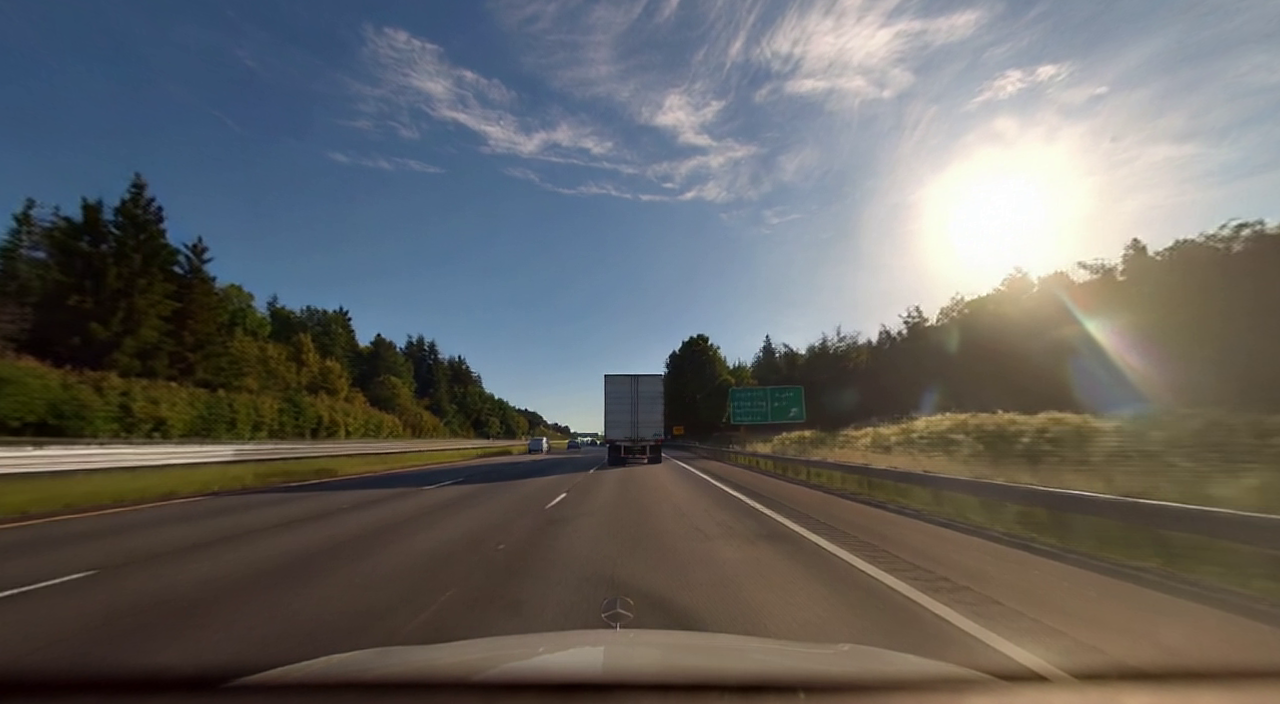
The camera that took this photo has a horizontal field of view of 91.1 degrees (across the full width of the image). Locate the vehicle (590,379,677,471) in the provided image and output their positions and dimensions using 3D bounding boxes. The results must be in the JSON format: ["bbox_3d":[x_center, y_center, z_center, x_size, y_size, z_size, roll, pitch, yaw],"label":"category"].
[{"bbox_3d":[-0.347,3.660,30.687,3.033,3.223,14.836,4,-7,0],"label":"vehicle"}]

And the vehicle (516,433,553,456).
[{"bbox_3d":[-7.153,6.317,42.945,1.856,1.479,3.710,0,-8,0],"label":"vehicle"}]
